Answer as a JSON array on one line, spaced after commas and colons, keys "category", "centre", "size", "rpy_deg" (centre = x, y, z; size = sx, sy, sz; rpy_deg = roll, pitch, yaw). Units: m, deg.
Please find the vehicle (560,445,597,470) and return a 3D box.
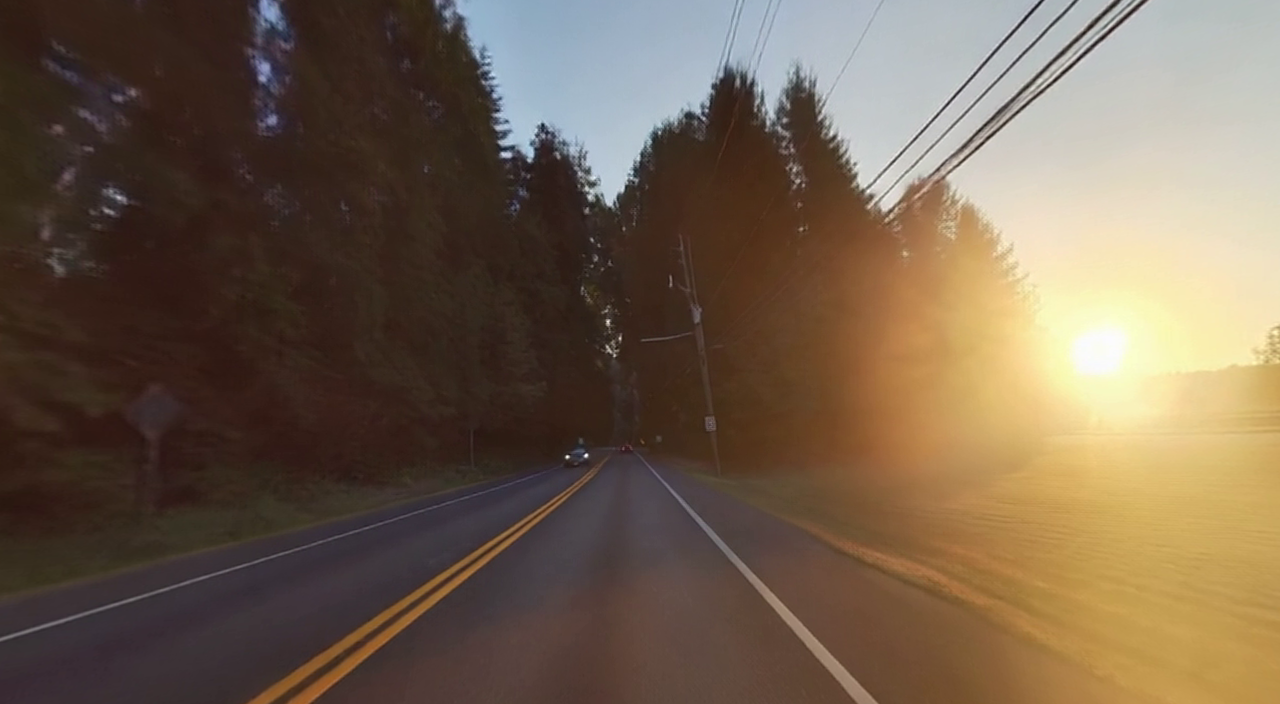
[{"category": "vehicle", "centre": [-4.055, 7.025, 42.262], "size": [2.030, 1.552, 4.188], "rpy_deg": [1, -9, 1]}]
